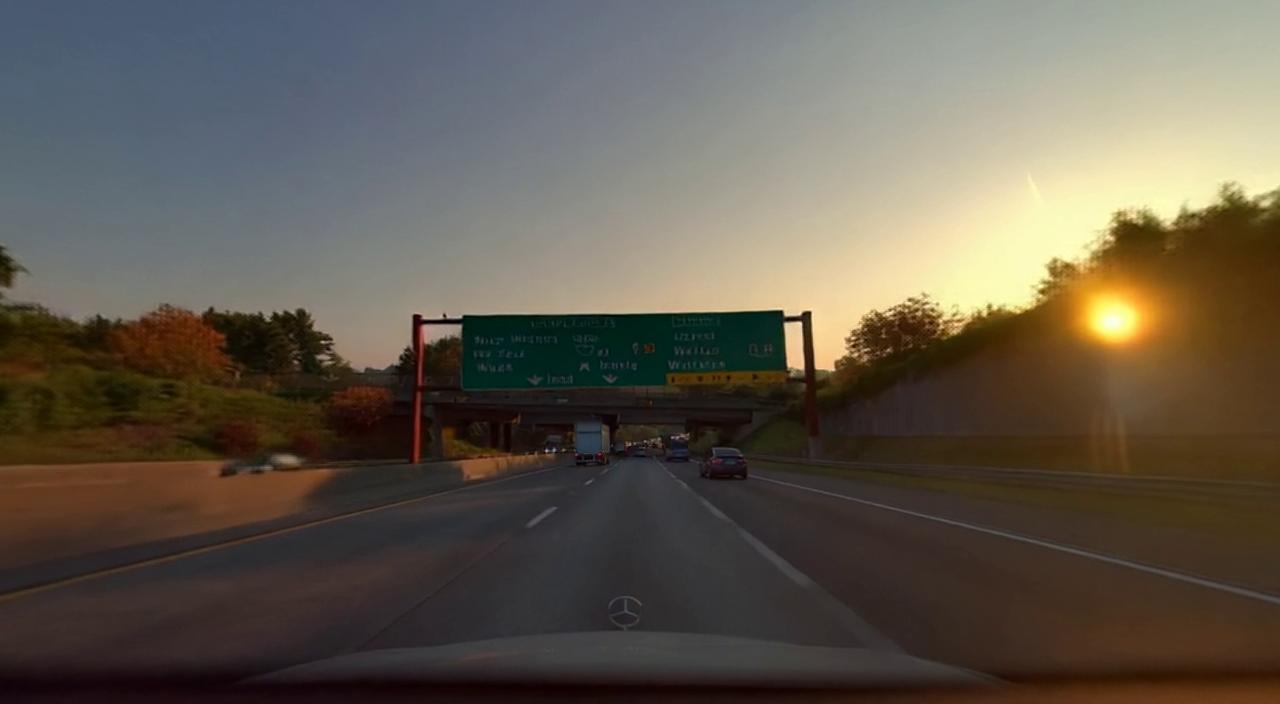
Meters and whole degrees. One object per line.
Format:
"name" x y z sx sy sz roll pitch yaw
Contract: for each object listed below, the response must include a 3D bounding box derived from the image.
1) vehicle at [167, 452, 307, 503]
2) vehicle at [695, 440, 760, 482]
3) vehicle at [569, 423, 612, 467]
"vehicle" -14.560 4.525 23.217 1.774 1.640 5.138 0 -9 0
"vehicle" 3.456 4.388 25.628 1.983 1.545 4.038 0 -9 -1
"vehicle" -3.770 7.292 49.168 2.667 3.195 6.731 0 -9 1
